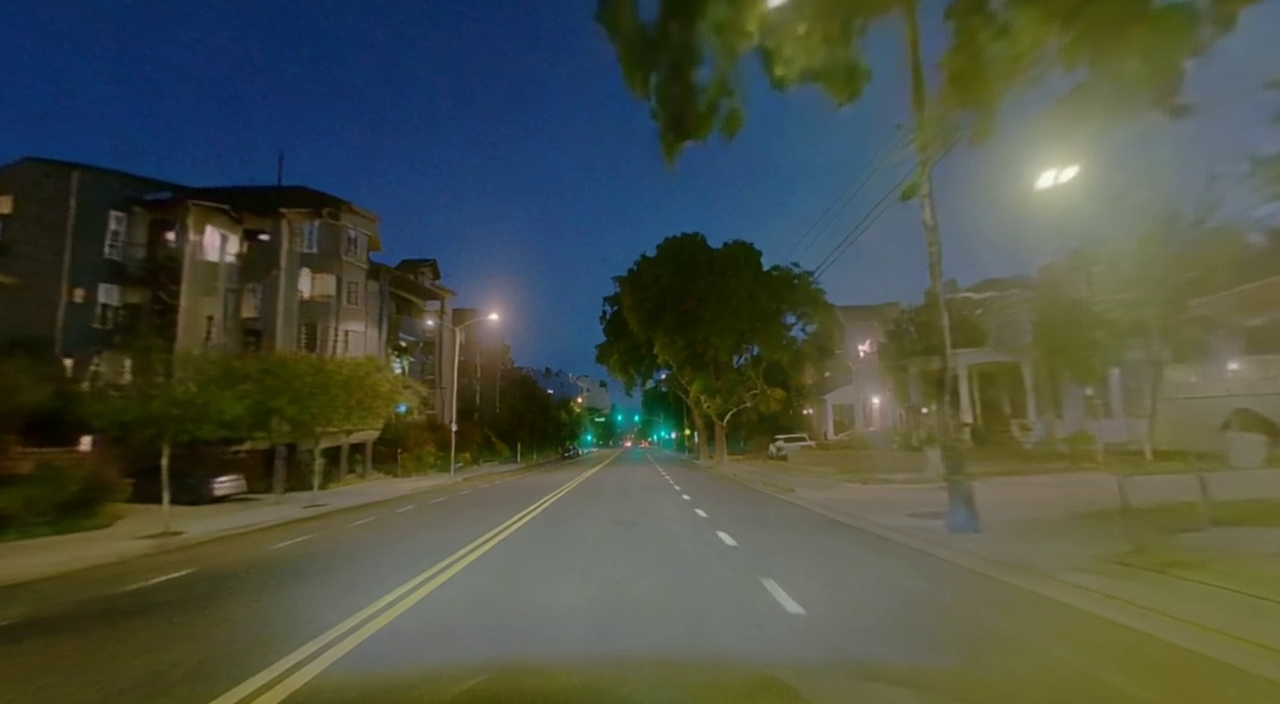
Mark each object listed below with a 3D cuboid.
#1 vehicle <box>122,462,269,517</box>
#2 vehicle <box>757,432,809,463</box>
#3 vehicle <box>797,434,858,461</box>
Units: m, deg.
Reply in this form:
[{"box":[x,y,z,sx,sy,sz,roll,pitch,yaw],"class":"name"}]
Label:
[{"box":[-15.415,4.743,22.262,2.124,1.538,4.237,-1,-8,0],"class":"vehicle"},{"box":[9.026,6.077,40.214,2.121,1.785,4.693,0,-8,-1],"class":"vehicle"},{"box":[11.799,6.063,40.144,2.181,1.530,4.867,-2,-8,-3],"class":"vehicle"}]
